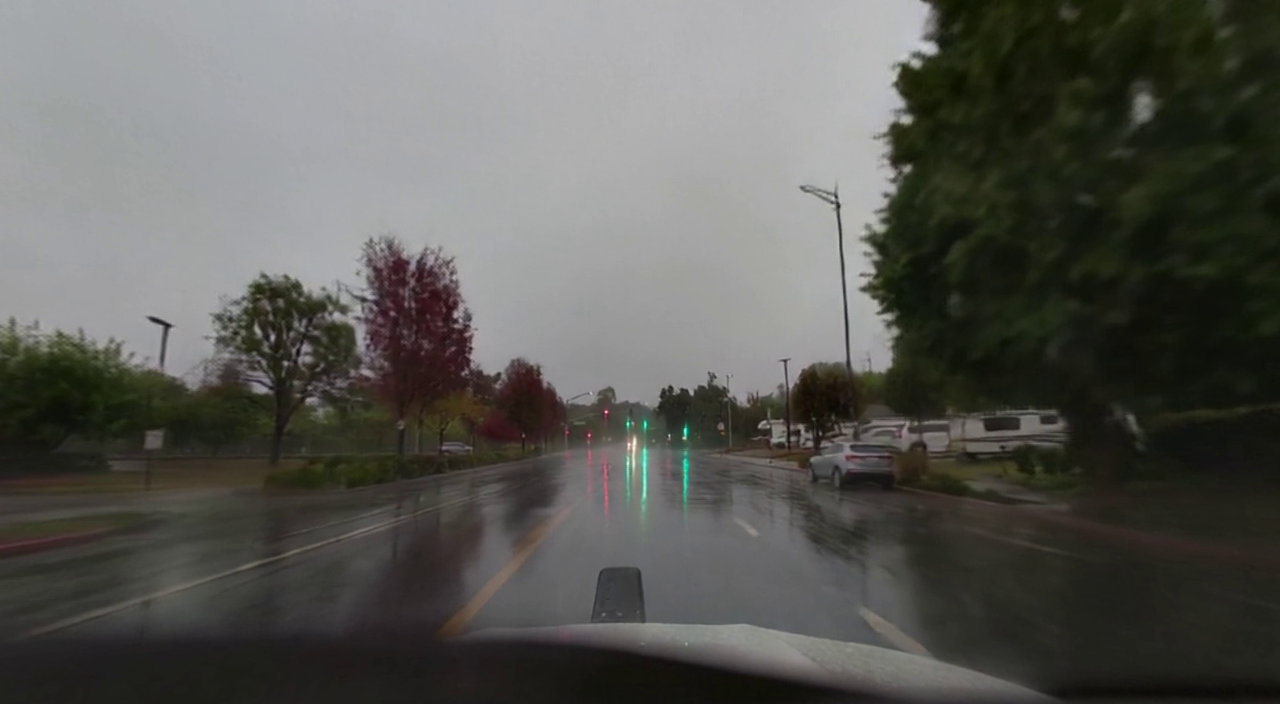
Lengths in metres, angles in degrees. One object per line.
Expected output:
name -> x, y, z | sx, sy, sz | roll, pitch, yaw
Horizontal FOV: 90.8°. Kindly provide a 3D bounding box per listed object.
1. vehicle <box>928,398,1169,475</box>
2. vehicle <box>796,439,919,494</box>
vehicle -> 17.219, 3.620, 27.163 | 8.016, 2.965, 3.192 | -1, -8, 1
vehicle -> 6.416, 3.414, 19.244 | 1.993, 1.461, 4.269 | 0, -8, -3
